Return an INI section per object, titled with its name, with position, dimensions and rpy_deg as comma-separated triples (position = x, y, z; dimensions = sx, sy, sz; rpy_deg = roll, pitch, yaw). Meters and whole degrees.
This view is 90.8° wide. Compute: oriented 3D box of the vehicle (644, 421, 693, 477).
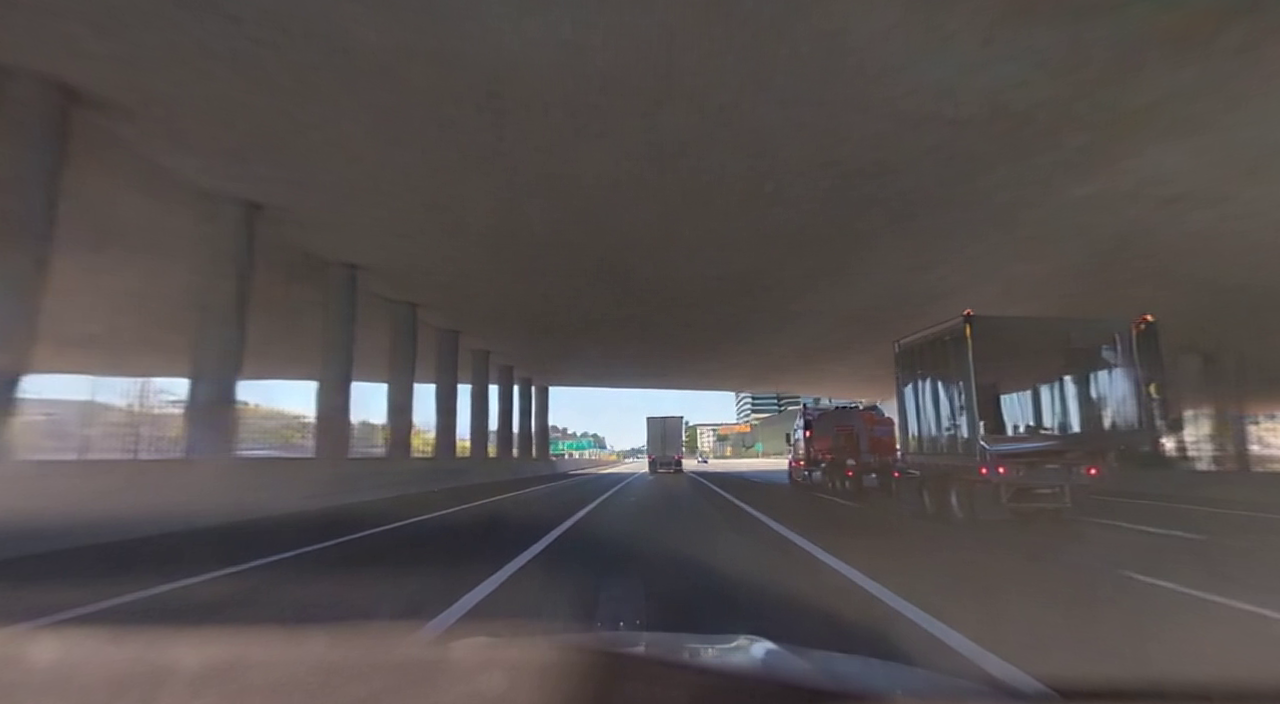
[vehicle]
position = 2.230, 7.581, 49.051
dimensions = 3.244, 3.713, 12.155
rpy_deg = -1, -9, 3
